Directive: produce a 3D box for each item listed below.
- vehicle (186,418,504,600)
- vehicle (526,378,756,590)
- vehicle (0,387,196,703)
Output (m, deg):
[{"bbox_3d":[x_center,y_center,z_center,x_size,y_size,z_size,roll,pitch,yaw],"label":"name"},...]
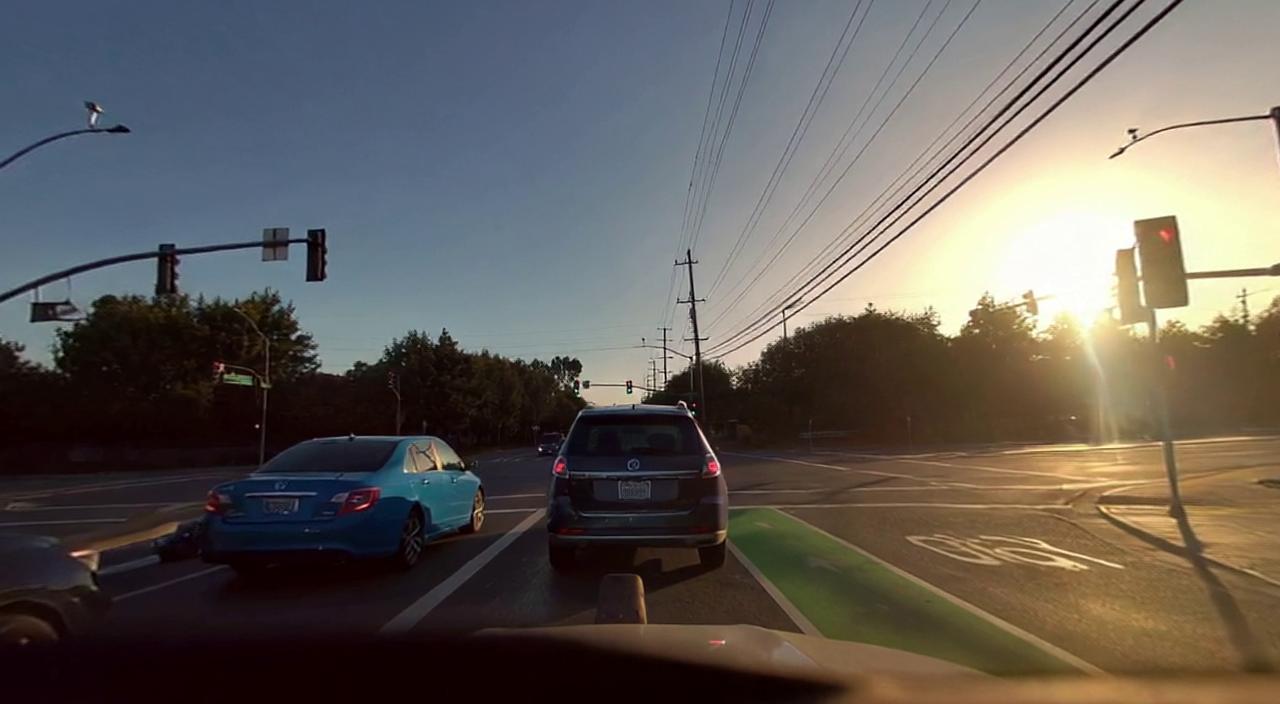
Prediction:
[{"bbox_3d":[-2.908,1.630,7.305,1.726,1.506,3.840,0,-9,1],"label":"vehicle"},{"bbox_3d":[-0.025,1.589,8.309,2.036,1.885,5.196,0,-9,-1],"label":"vehicle"},{"bbox_3d":[-3.474,0.662,0.701,2.138,1.488,5.327,0,-7,0],"label":"vehicle"}]
